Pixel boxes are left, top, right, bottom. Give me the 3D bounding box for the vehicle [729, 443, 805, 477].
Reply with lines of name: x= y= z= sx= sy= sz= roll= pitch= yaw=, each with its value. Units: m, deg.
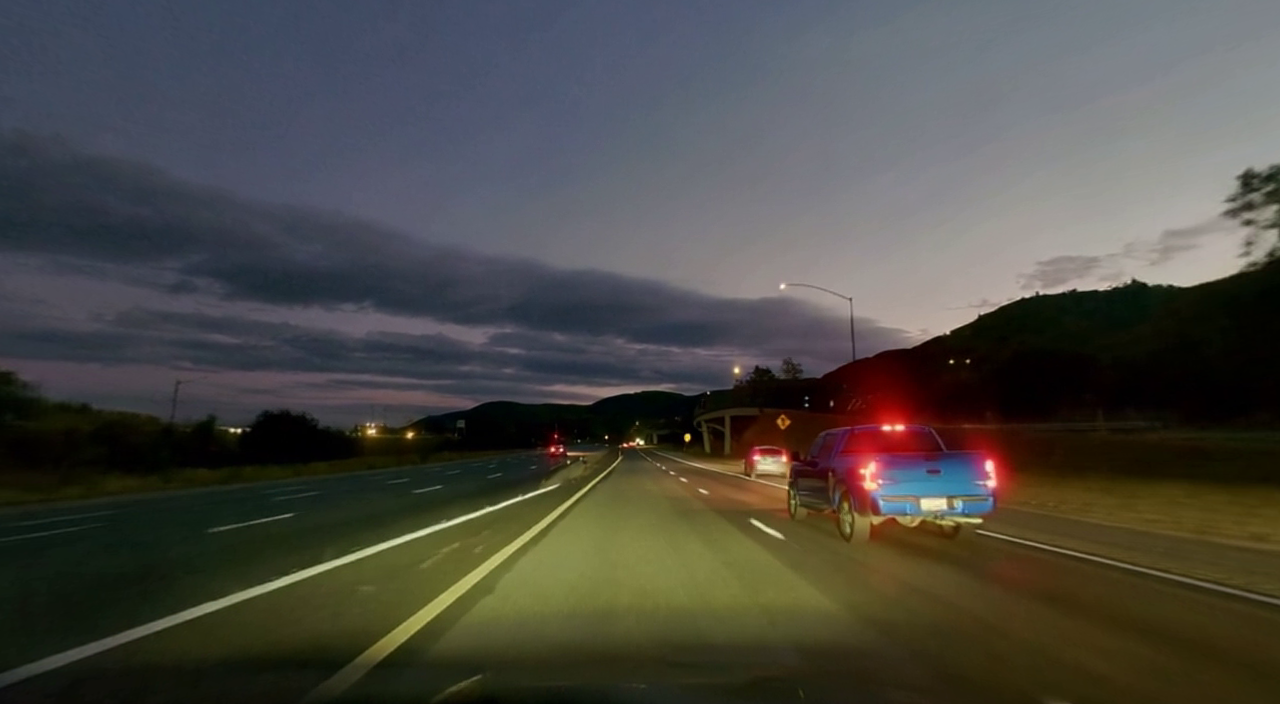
vehicle: x=6.828 y=5.914 z=34.963 sx=2.406 sy=1.702 sz=6.765 roll=1 pitch=-9 yaw=-4
